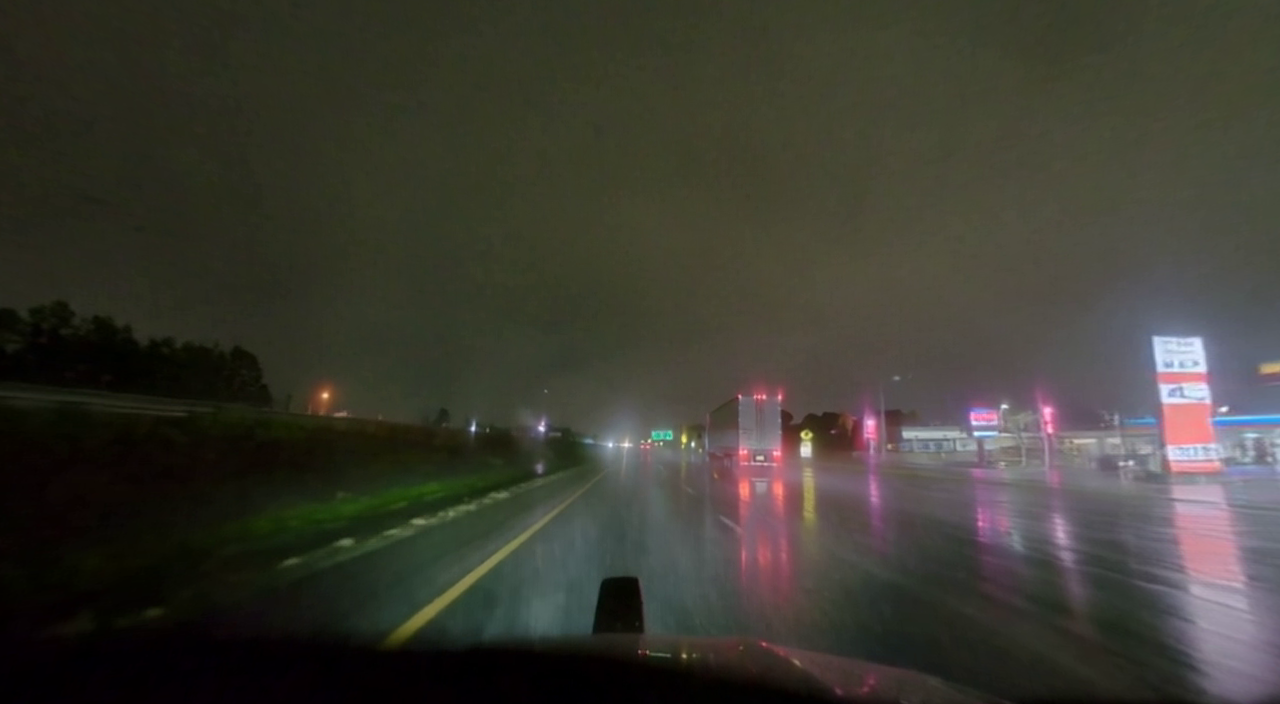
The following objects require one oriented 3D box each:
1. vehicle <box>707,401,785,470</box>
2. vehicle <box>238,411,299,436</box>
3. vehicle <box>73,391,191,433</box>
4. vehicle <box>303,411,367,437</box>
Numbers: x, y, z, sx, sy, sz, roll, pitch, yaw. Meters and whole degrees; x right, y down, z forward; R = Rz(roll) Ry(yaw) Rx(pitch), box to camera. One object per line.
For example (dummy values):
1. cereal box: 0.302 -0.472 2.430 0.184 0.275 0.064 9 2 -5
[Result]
1. vehicle: 7.279 6.220 46.201 2.912 4.153 15.866 0 -9 0
2. vehicle: -24.473 4.781 41.716 1.748 1.506 3.731 0 -9 0
3. vehicle: -20.934 2.557 26.257 1.765 1.490 3.804 0 -9 -1
4. vehicle: -20.753 4.981 43.200 1.858 1.620 4.928 0 -9 0
